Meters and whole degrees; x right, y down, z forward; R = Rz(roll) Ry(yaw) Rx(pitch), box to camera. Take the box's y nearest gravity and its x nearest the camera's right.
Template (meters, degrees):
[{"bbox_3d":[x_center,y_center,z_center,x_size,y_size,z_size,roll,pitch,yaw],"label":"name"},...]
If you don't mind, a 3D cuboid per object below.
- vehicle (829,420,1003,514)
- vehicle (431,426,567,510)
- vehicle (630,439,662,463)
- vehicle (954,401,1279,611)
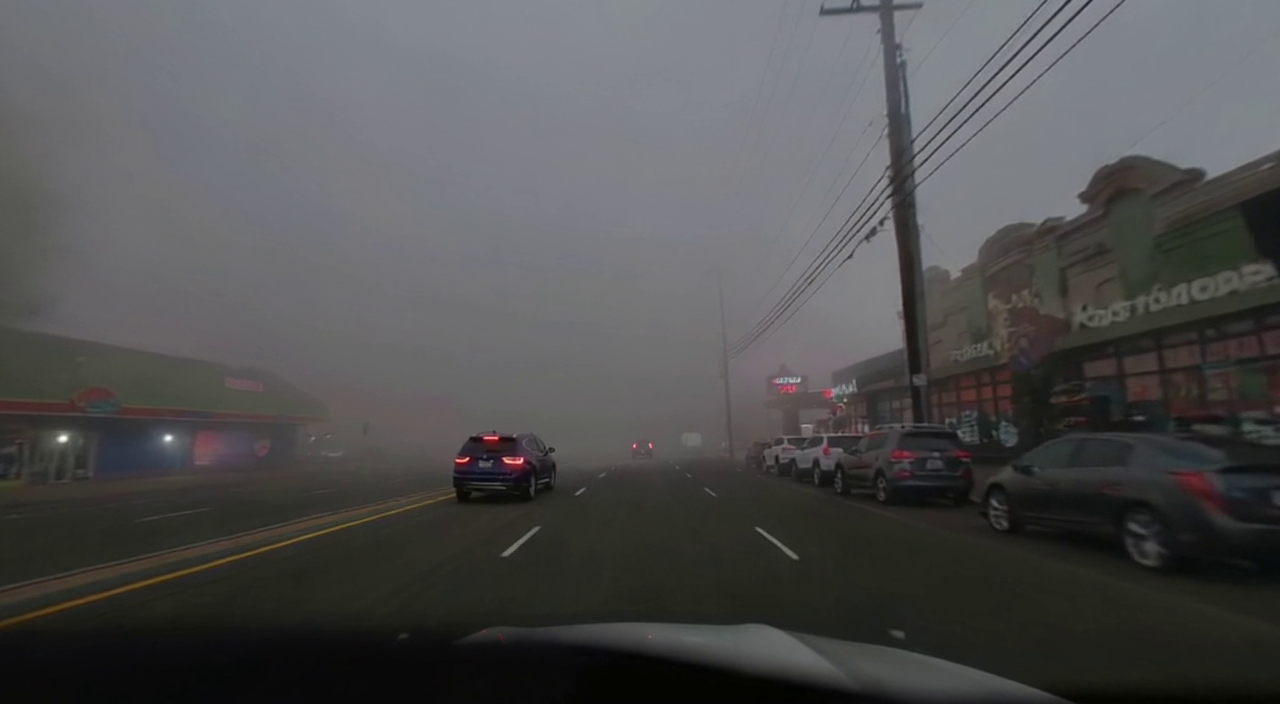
[{"bbox_3d":[6.397,2.720,15.395,2.128,1.900,4.724,0,-9,0],"label":"vehicle"},{"bbox_3d":[-3.058,2.632,14.755,2.049,1.646,4.445,0,-9,1],"label":"vehicle"},{"bbox_3d":[0.381,6.662,42.575,2.037,1.484,4.073,0,-9,0],"label":"vehicle"},{"bbox_3d":[6.462,1.722,8.094,2.203,1.797,5.165,0,-9,0],"label":"vehicle"}]
